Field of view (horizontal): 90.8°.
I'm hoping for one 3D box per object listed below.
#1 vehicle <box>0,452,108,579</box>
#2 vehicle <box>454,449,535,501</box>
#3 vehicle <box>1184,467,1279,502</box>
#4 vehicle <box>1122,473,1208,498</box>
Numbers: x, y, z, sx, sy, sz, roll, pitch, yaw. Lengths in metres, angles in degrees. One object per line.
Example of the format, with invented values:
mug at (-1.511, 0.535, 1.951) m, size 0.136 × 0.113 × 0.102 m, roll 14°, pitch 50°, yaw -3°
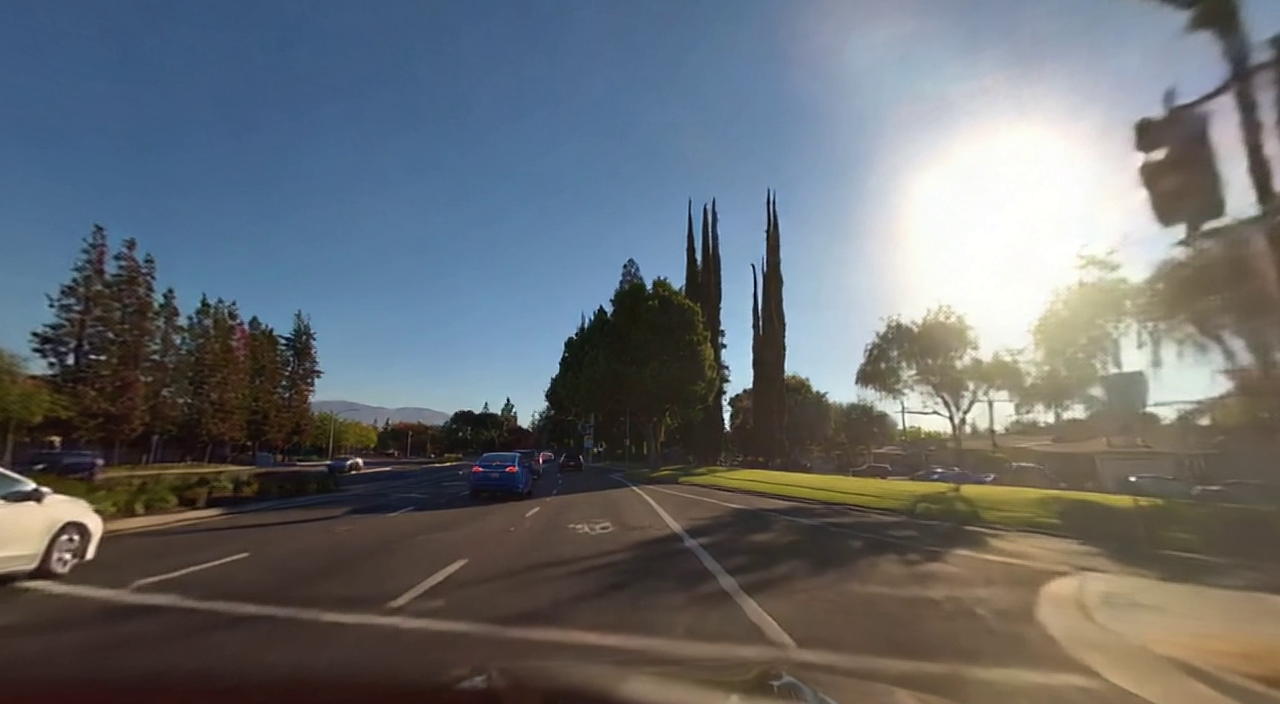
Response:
vehicle at (-8.298, 1.787, 6.615) m, size 1.889 × 1.429 × 4.029 m, roll 0°, pitch -9°, yaw 1°
vehicle at (-5.063, 4.328, 22.709) m, size 2.098 × 1.613 × 4.606 m, roll 0°, pitch -9°, yaw -4°
vehicle at (36.831, 8.085, 38.873) m, size 1.888 × 1.758 × 5.043 m, roll 1°, pitch -9°, yaw -5°
vehicle at (36.196, 9.184, 43.720) m, size 1.698 × 1.438 × 4.442 m, roll 1°, pitch -9°, yaw -8°
